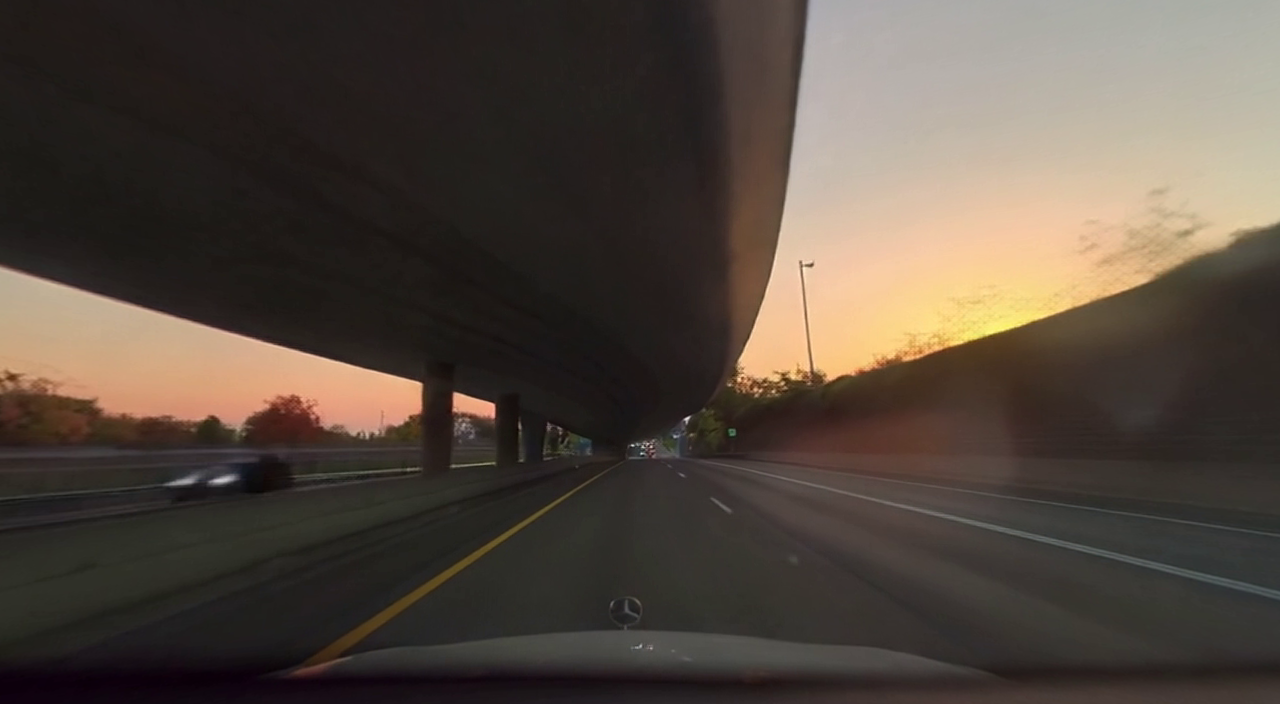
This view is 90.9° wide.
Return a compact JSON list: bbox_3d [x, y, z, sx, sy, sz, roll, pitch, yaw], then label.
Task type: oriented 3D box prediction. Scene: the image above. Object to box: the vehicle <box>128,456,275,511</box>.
[{"bbox_3d":[-14.283,4.258,20.880,1.950,1.528,3.992,0,-8,0],"label":"vehicle"}]
